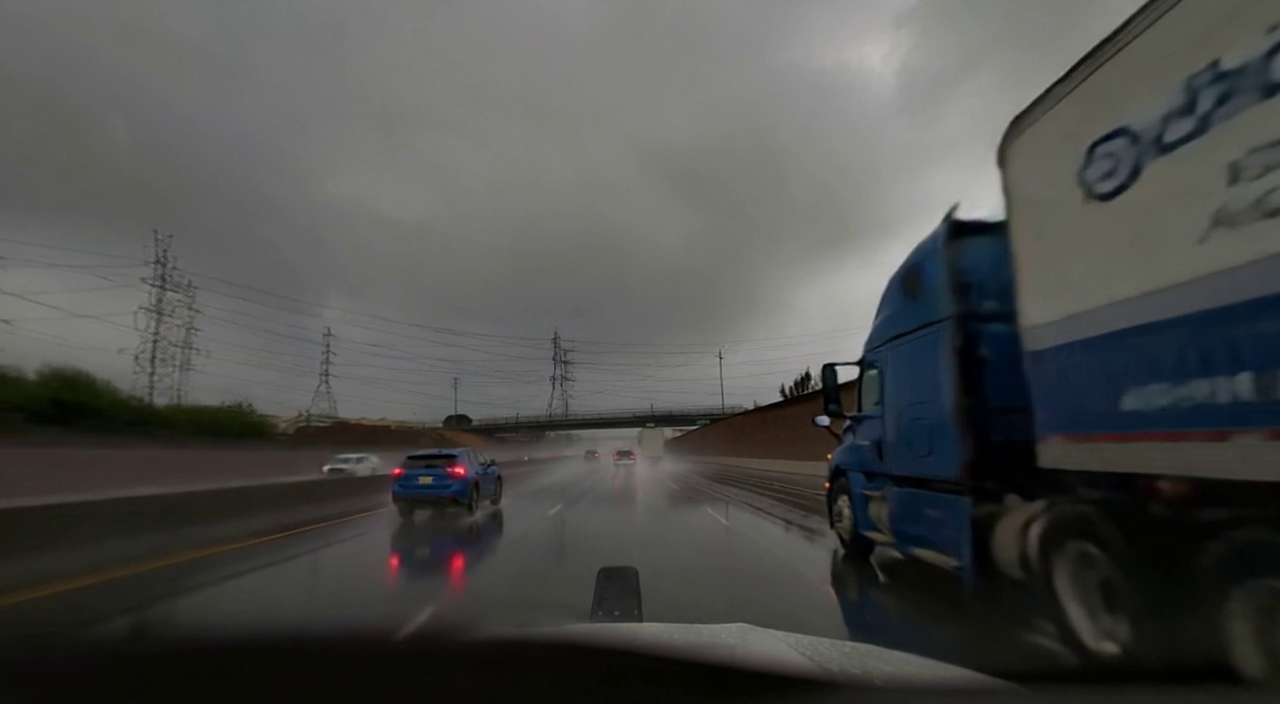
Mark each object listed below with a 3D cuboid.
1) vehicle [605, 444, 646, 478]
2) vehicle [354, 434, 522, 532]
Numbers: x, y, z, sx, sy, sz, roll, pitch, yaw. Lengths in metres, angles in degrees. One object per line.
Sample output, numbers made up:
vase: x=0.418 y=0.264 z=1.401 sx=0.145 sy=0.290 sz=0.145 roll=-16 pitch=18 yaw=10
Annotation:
vehicle: x=-0.734 y=5.716 z=33.042 sx=2.004 sy=1.615 sz=4.113 roll=0 pitch=-9 yaw=-1
vehicle: x=-3.637 y=2.429 z=12.161 sx=1.987 sy=1.548 sz=3.981 roll=0 pitch=-9 yaw=-1
